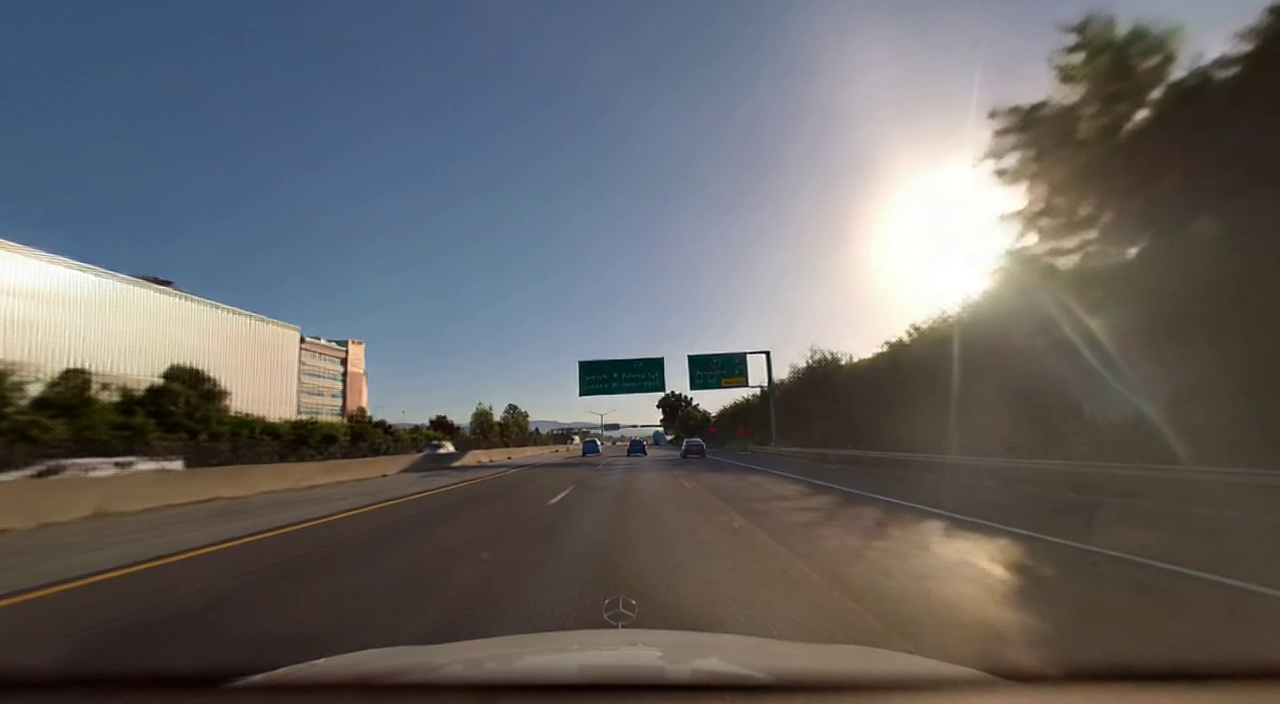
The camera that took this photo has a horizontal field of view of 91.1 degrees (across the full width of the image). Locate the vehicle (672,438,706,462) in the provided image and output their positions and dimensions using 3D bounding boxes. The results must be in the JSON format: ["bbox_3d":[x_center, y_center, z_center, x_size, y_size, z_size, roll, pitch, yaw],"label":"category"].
[{"bbox_3d":[3.367,6.795,43.804,1.992,1.532,3.996,-1,-8,-1],"label":"vehicle"}]
